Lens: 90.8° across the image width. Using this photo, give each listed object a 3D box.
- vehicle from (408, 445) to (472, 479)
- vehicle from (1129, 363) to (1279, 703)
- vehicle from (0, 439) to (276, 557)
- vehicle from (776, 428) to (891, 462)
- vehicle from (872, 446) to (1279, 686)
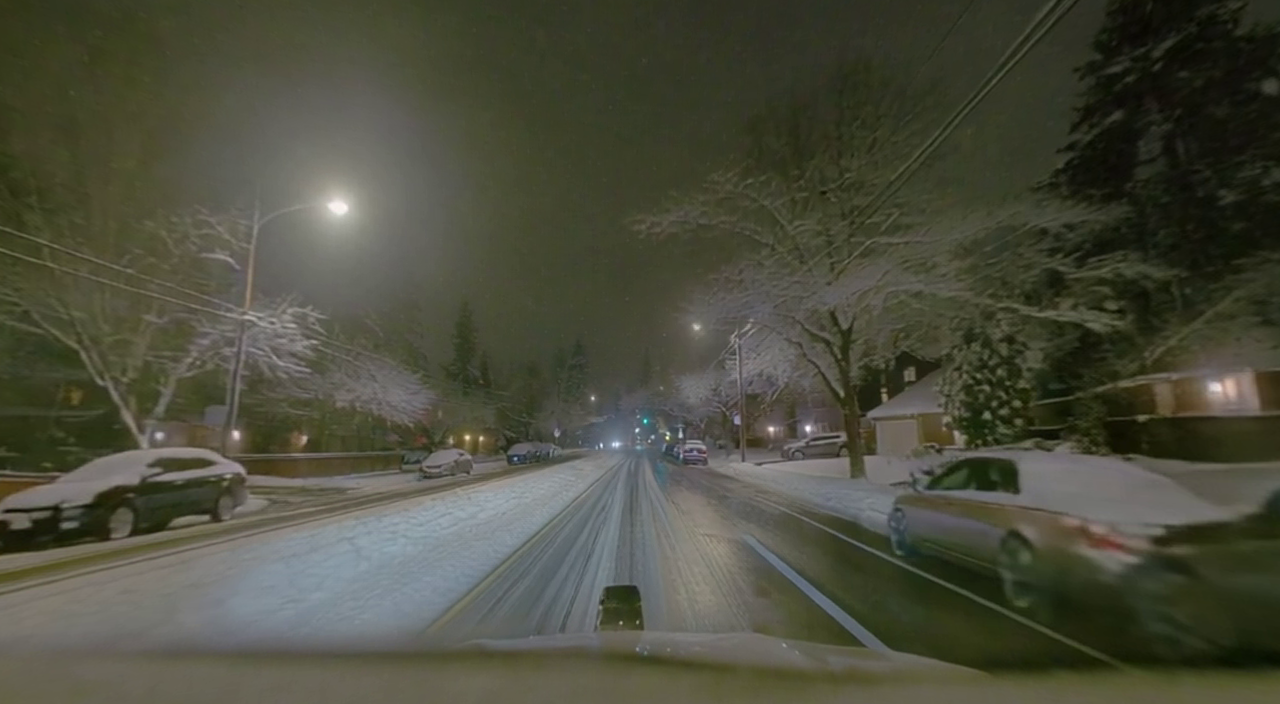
[{"bbox_3d":[-10.908,6.066,34.790,2.082,1.661,4.403,-2,-10,0],"label":"vehicle"},{"bbox_3d":[4.190,0.744,1.431,2.254,1.812,4.817,0,-8,0],"label":"vehicle"},{"bbox_3d":[-10.723,2.926,13.718,2.338,1.871,5.795,-4,-8,-1],"label":"vehicle"},{"bbox_3d":[12.474,6.055,41.067,6.619,1.884,2.225,-2,-8,0],"label":"vehicle"},{"bbox_3d":[4.216,1.651,6.278,1.905,1.403,4.849,0,-8,-1],"label":"vehicle"}]
